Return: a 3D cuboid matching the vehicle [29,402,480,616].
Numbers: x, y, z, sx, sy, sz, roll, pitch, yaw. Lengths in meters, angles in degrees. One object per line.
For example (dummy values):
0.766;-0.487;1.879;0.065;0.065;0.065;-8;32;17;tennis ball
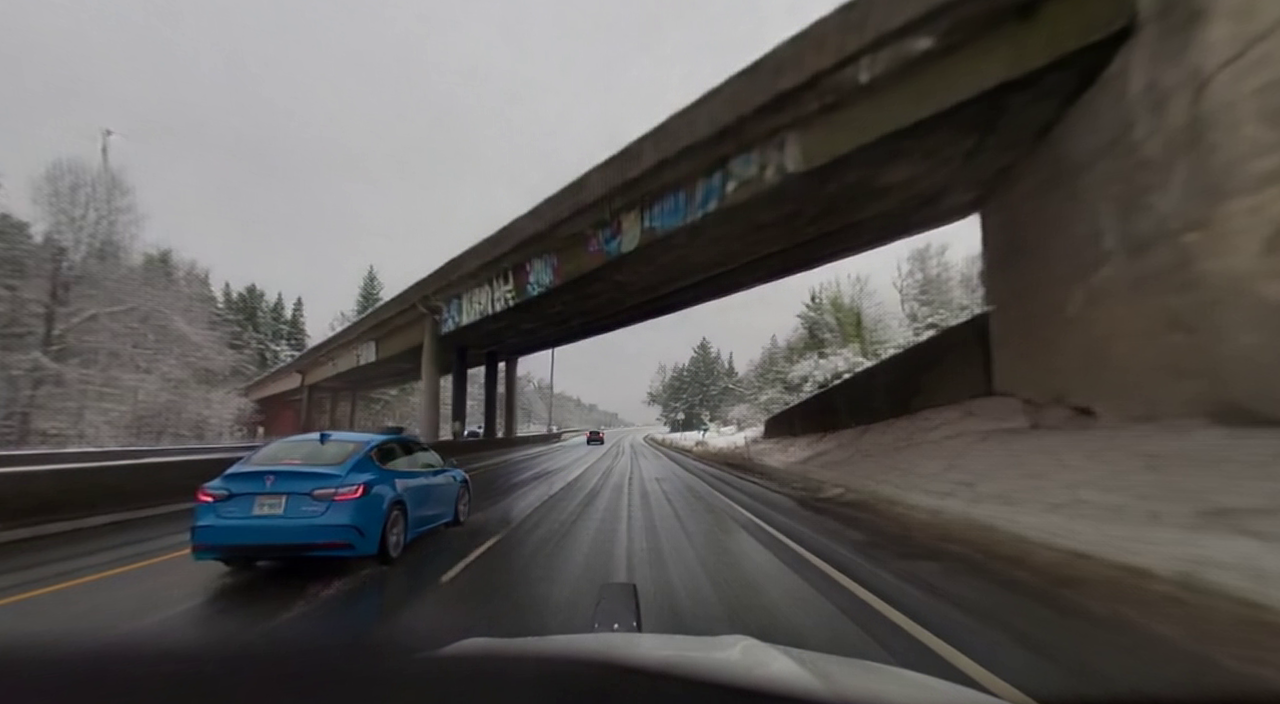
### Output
-3.405;1.449;6.953;2.108;1.555;4.574;0;-7;-1;vehicle
